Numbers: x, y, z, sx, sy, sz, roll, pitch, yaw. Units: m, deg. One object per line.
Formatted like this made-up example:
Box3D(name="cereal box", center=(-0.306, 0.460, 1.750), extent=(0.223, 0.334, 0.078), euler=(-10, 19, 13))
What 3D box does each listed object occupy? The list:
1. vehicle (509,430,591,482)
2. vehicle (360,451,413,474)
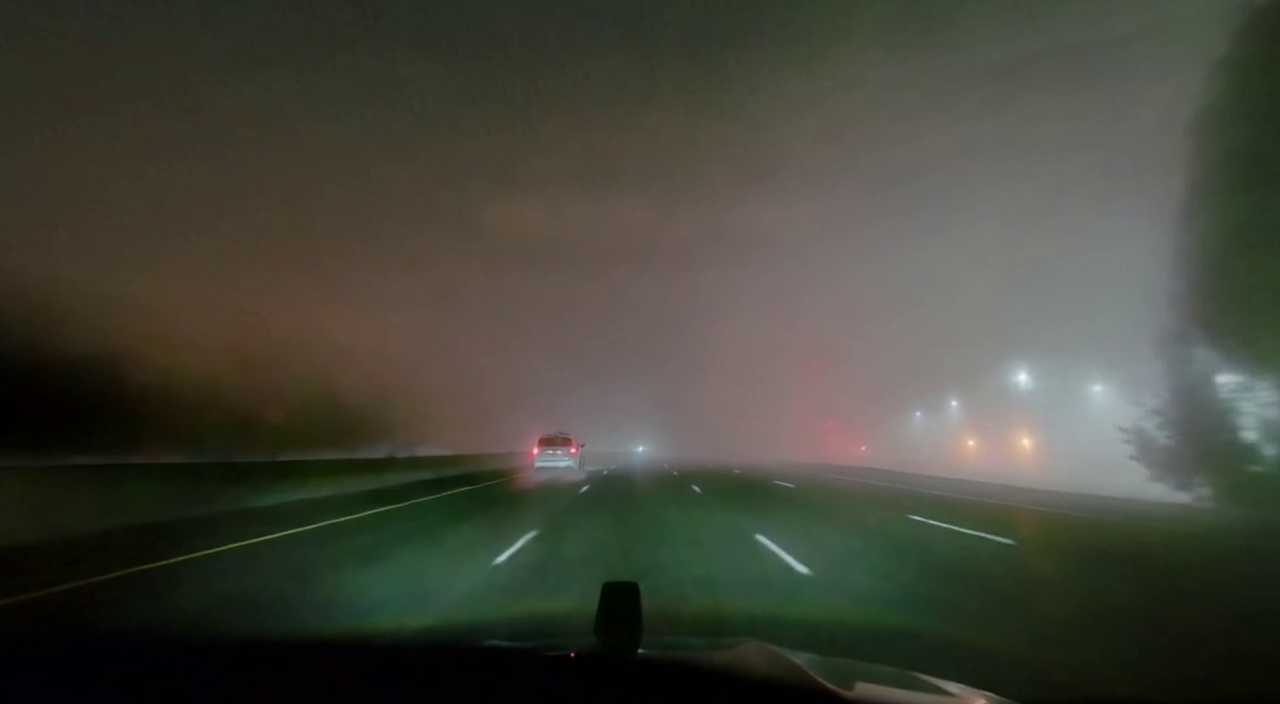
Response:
Box3D(name="vehicle", center=(-3.626, 4.356, 26.723), extent=(2.431, 1.928, 5.760), euler=(0, -9, 2))
Box3D(name="vehicle", center=(-18.635, 8.095, 46.432), extent=(1.912, 1.534, 4.514), euler=(0, -9, 1))
